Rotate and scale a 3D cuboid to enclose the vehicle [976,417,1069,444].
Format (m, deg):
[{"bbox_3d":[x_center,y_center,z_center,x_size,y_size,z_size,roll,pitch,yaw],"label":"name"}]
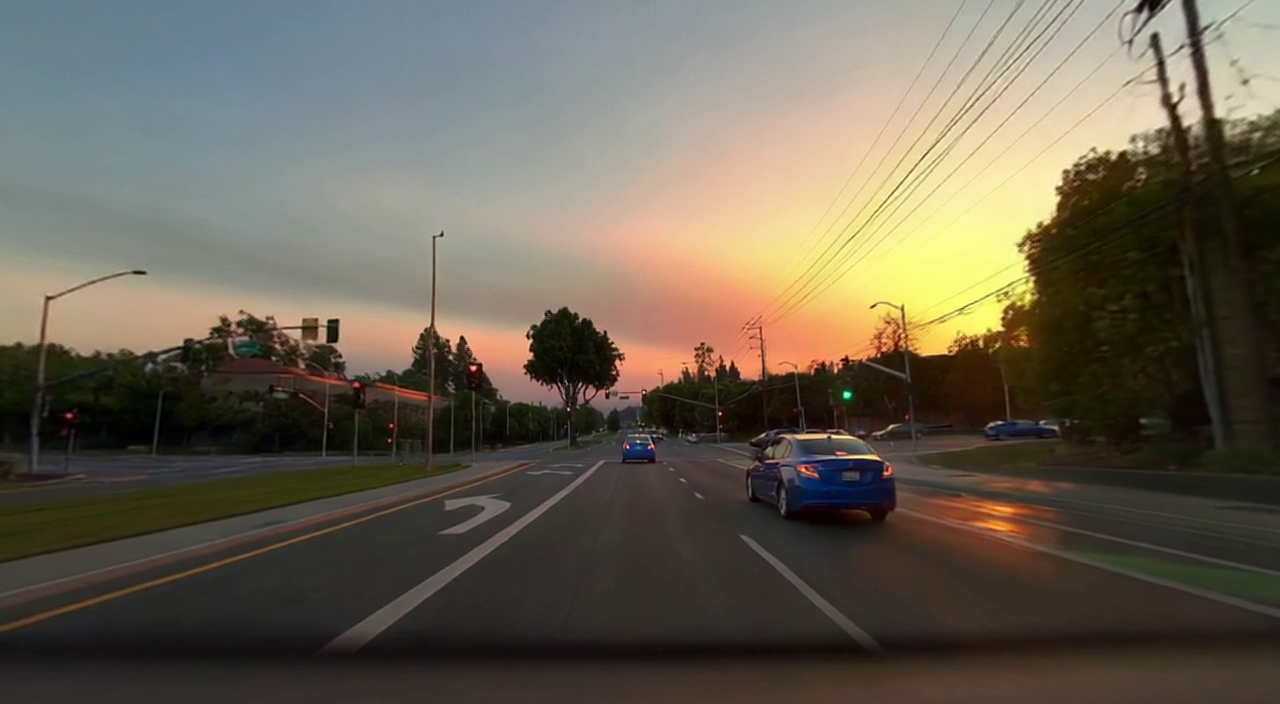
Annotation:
[{"bbox_3d":[28.803,5.930,47.668,5.668,1.925,2.384,1,-9,-8],"label":"vehicle"}]

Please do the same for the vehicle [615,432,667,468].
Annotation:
[{"bbox_3d":[0.048,4.319,27.830,2.110,1.466,3.860,0,-9,0],"label":"vehicle"}]

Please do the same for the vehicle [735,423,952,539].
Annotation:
[{"bbox_3d":[2.907,1.969,10.193,2.004,1.448,4.263,0,-9,-1],"label":"vehicle"}]
